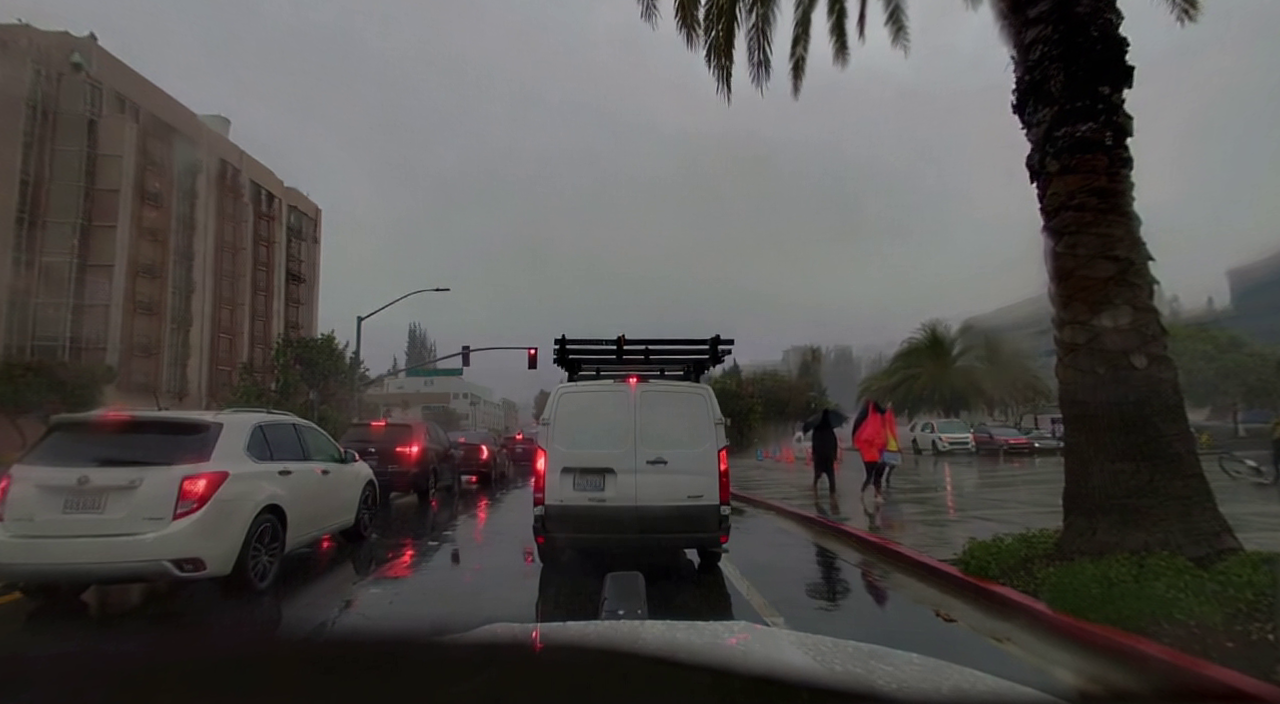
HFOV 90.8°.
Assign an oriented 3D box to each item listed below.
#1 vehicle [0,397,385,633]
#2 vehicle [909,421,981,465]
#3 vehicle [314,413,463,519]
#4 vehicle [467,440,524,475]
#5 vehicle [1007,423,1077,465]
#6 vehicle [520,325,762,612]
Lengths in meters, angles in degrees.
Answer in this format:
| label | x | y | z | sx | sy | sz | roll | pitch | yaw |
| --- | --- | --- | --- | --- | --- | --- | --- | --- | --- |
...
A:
| label | x | y | z | sx | sy | sz | roll | pitch | yaw |
| --- | --- | --- | --- | --- | --- | --- | --- | --- | --- |
| vehicle | -4.395 | 1.469 | 6.672 | 1.986 | 1.643 | 4.315 | 1 | -9 | -6 |
| vehicle | 12.643 | 3.765 | 26.047 | 2.046 | 1.675 | 3.924 | -6 | -10 | 33 |
| vehicle | -5.207 | 2.421 | 13.892 | 2.089 | 1.854 | 5.022 | 2 | -9 | -11 |
| vehicle | -6.836 | 4.893 | 29.579 | 1.818 | 1.479 | 4.428 | 4 | -9 | -22 |
| vehicle | 15.796 | 3.617 | 24.726 | 2.048 | 1.475 | 3.972 | -6 | -10 | 34 |
| vehicle | -0.199 | 1.216 | 7.185 | 1.902 | 2.238 | 4.263 | 1 | -9 | -6 |
